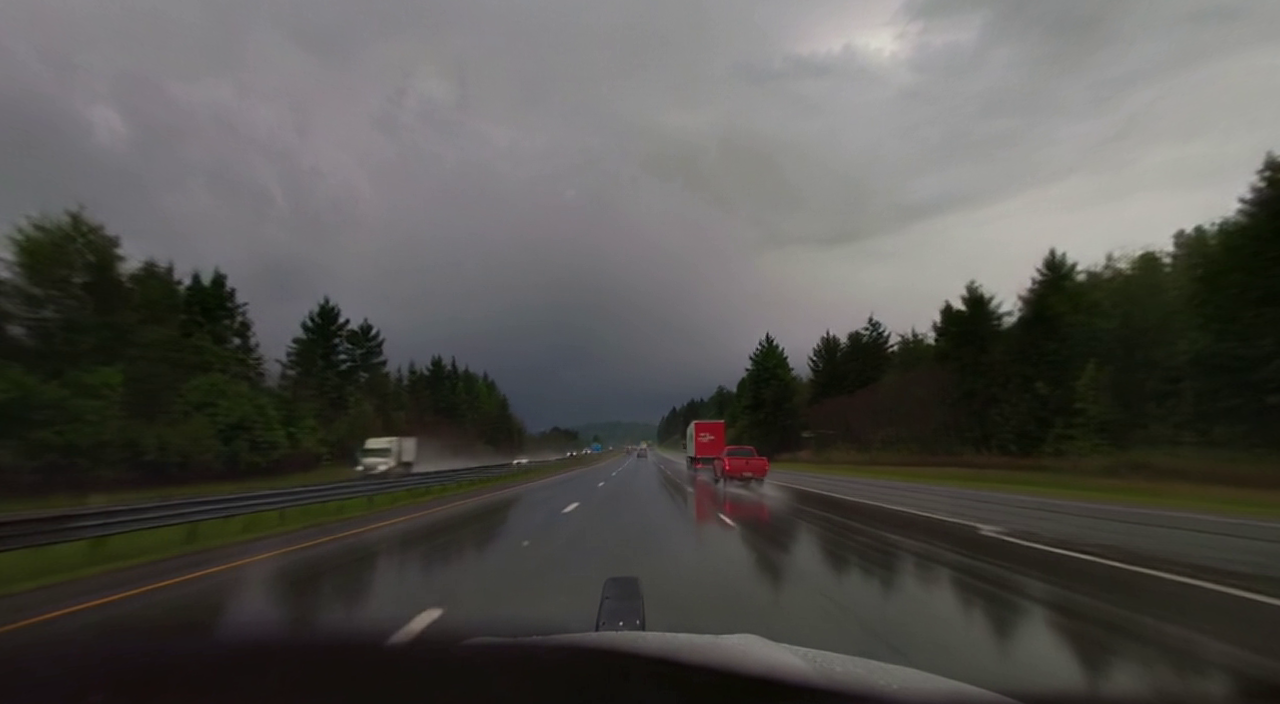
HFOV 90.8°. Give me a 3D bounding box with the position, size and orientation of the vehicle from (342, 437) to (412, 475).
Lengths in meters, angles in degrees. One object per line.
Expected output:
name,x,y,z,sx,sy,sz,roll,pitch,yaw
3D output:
vehicle,-18.572,7.390,44.951,2.474,2.513,5.438,-1,-9,1

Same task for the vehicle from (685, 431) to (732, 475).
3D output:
vehicle,4.276,6.453,40.451,2.300,2.564,5.643,0,-9,-1

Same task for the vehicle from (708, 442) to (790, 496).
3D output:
vehicle,3.532,3.879,21.246,2.019,1.601,3.953,0,-9,0
